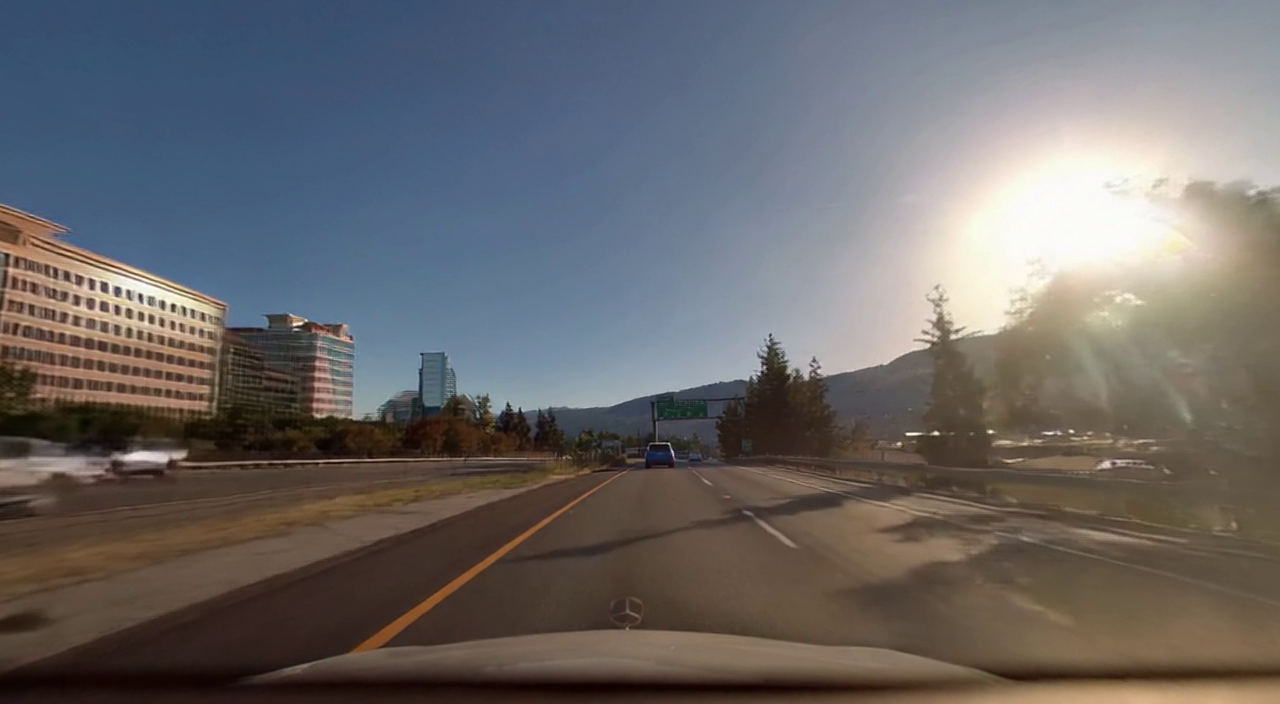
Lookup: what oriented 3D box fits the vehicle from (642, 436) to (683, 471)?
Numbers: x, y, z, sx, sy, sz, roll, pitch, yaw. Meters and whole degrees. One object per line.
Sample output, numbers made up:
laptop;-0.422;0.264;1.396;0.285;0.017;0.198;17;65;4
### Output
vehicle;1.556;6.758;42.085;2.546;2.126;5.153;-1;-8;3
